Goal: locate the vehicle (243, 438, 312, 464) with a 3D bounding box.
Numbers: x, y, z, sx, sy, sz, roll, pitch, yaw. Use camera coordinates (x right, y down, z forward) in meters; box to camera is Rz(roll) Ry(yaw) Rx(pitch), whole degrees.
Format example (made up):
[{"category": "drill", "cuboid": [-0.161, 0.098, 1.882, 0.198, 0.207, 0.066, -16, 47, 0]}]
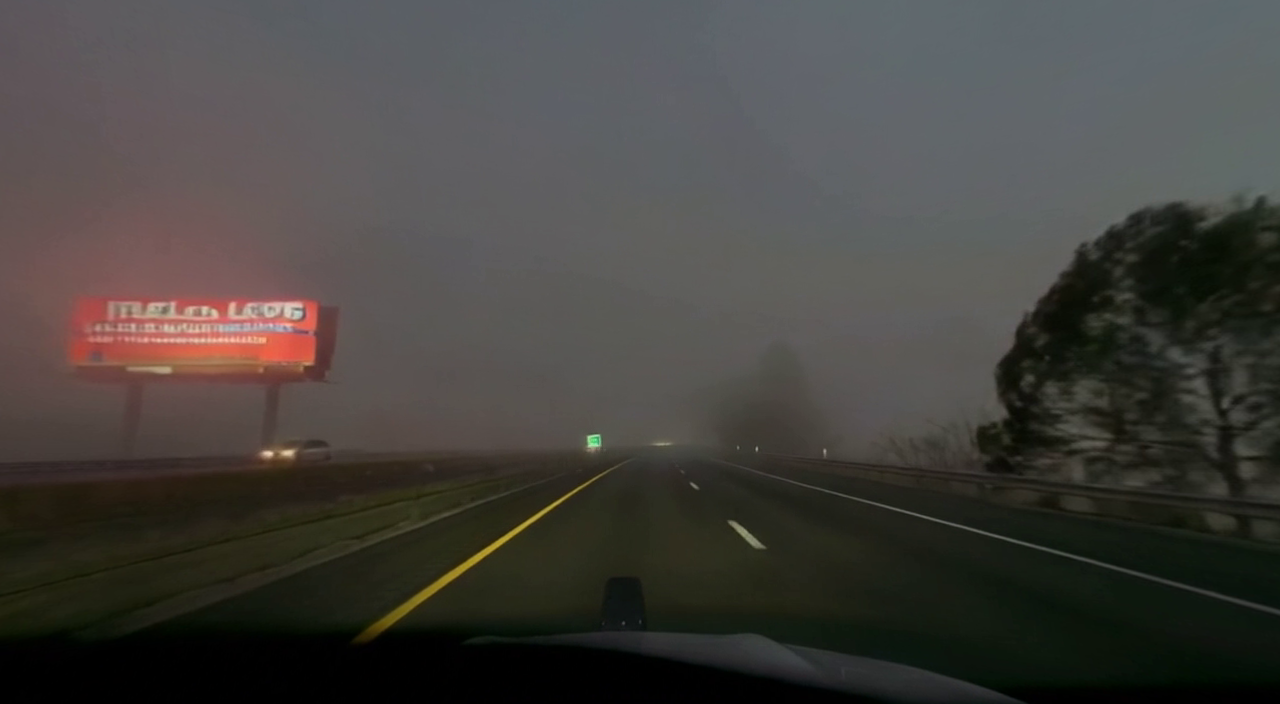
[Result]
[{"category": "vehicle", "cuboid": [-26.906, 7.380, 46.989, 2.105, 1.813, 5.077, 0, -8, 0]}]
